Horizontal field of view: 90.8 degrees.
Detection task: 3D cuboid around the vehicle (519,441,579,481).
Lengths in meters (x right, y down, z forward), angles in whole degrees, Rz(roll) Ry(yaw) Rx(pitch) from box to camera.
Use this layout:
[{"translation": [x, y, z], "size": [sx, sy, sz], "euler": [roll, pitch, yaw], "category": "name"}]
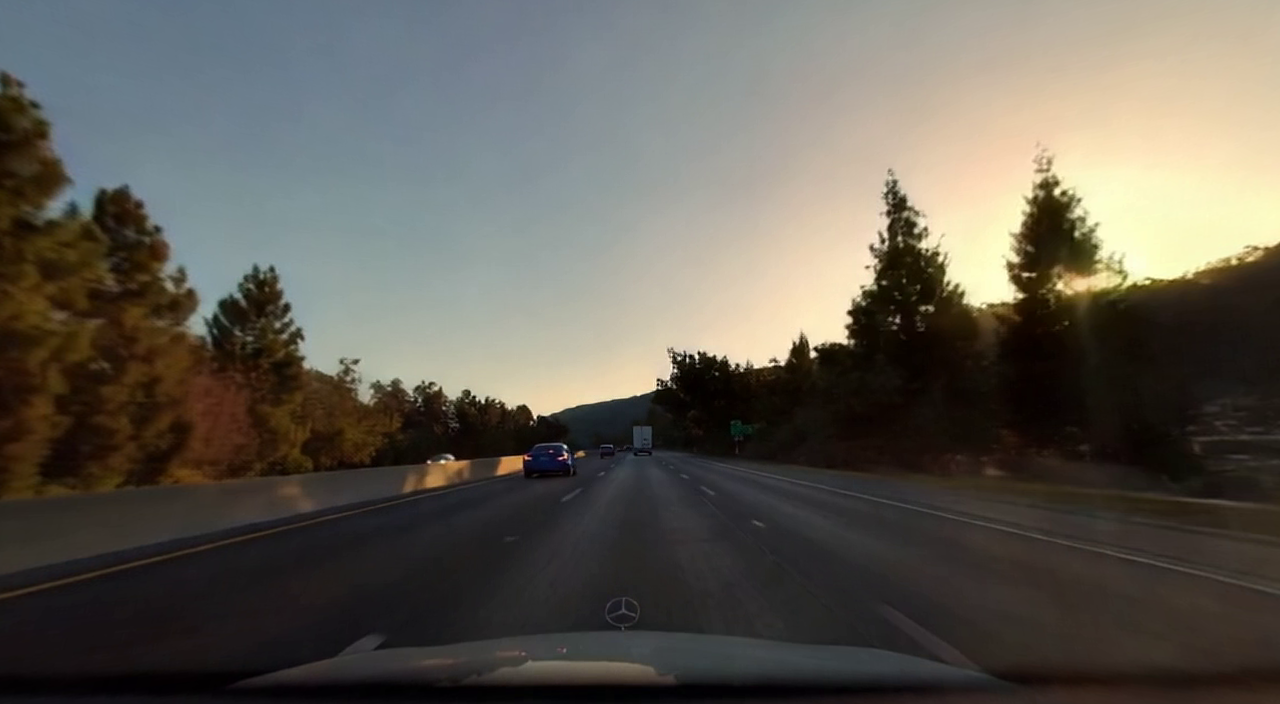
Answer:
[{"translation": [-3.820, 4.658, 27.099], "size": [2.018, 1.548, 3.849], "euler": [0, -9, 0], "category": "vehicle"}]
